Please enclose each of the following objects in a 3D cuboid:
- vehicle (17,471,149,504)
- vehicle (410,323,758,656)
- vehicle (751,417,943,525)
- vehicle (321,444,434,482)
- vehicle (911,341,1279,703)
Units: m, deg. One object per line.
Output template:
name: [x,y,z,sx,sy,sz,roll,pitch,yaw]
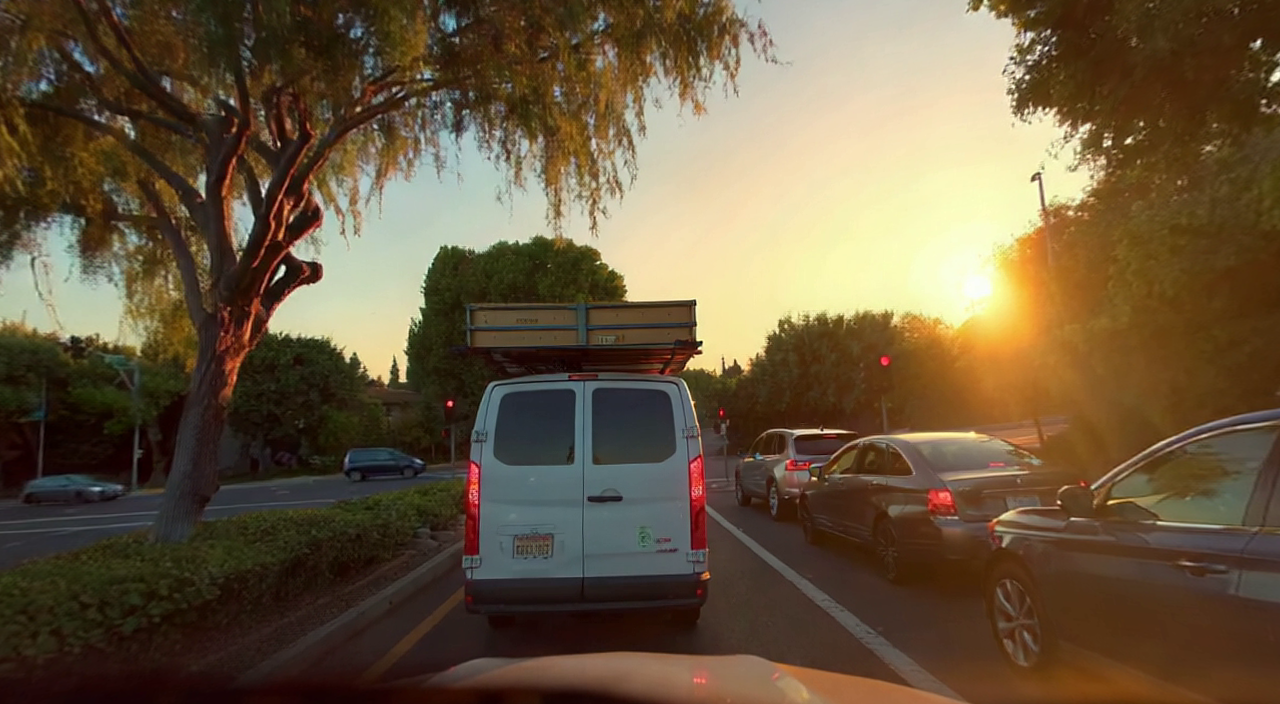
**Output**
vehicle: [-25.395,6.193,28.923,4.135,1.321,1.687,2,-9,-11]
vehicle: [-0.358,1.165,6.184,2.145,2.089,4.309,0,-9,0]
vehicle: [3.698,2.217,12.268,2.024,1.692,4.252,1,-9,-4]
vehicle: [-14.136,5.953,34.183,5.241,1.894,2.257,5,-10,-32]
vehicle: [3.449,0.940,3.398,1.965,1.671,4.146,0,-9,-3]
